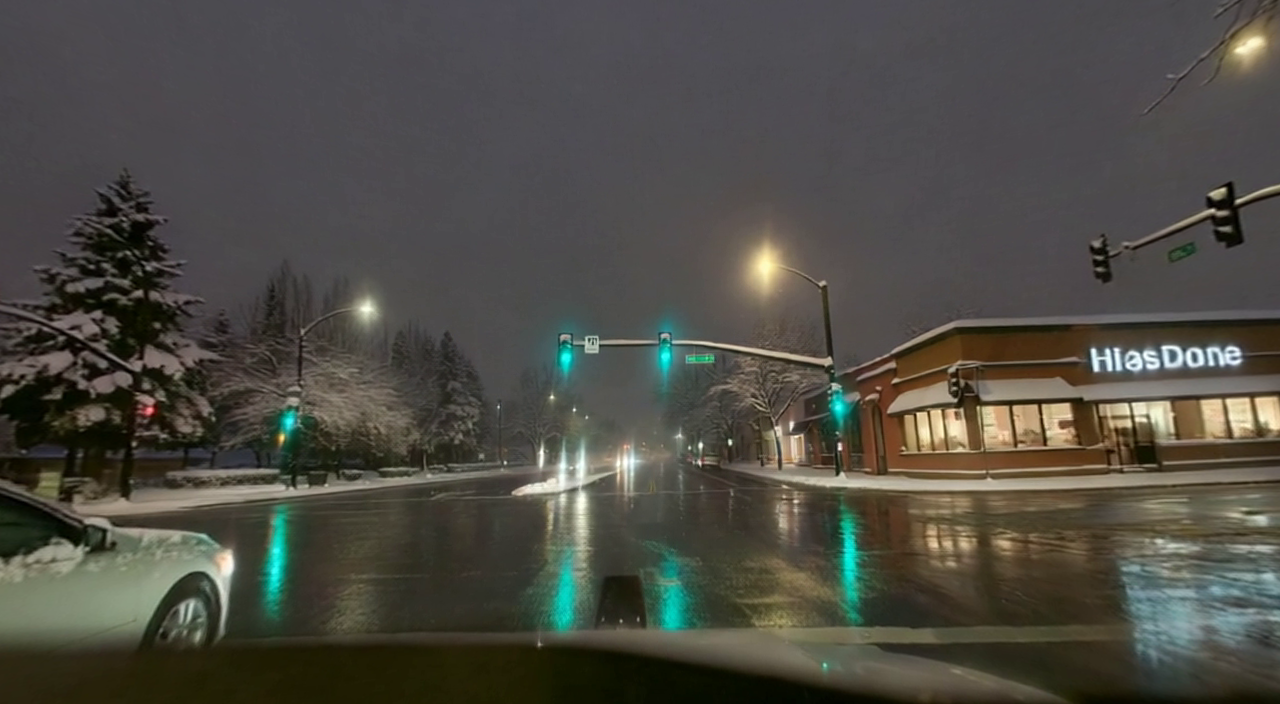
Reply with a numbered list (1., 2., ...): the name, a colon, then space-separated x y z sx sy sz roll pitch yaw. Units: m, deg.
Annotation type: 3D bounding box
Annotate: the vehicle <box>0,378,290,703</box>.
1. vehicle: -3.496 0.893 2.269 1.947 1.627 4.248 0 -9 1
